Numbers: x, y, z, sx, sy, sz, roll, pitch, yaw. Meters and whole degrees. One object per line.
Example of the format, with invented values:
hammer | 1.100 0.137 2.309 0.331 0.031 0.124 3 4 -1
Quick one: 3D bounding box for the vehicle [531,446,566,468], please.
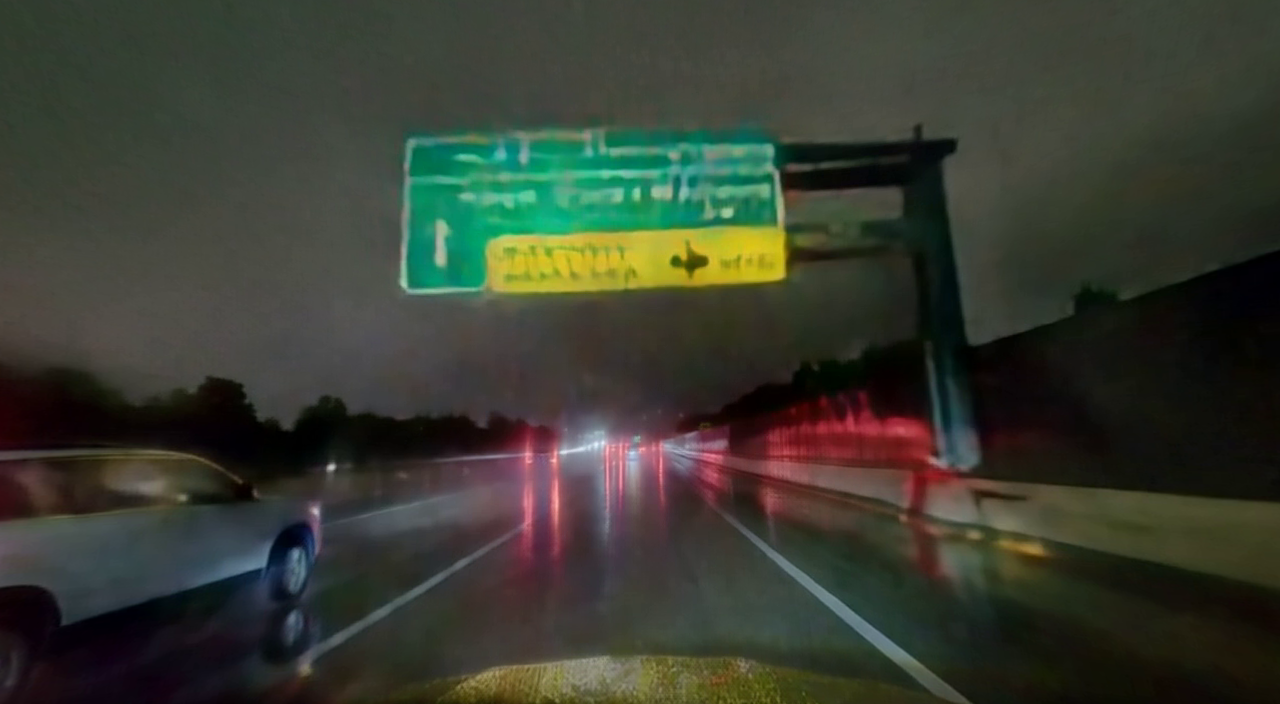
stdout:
vehicle | -7.114 8.209 49.458 2.098 1.606 4.227 0 -9 1
